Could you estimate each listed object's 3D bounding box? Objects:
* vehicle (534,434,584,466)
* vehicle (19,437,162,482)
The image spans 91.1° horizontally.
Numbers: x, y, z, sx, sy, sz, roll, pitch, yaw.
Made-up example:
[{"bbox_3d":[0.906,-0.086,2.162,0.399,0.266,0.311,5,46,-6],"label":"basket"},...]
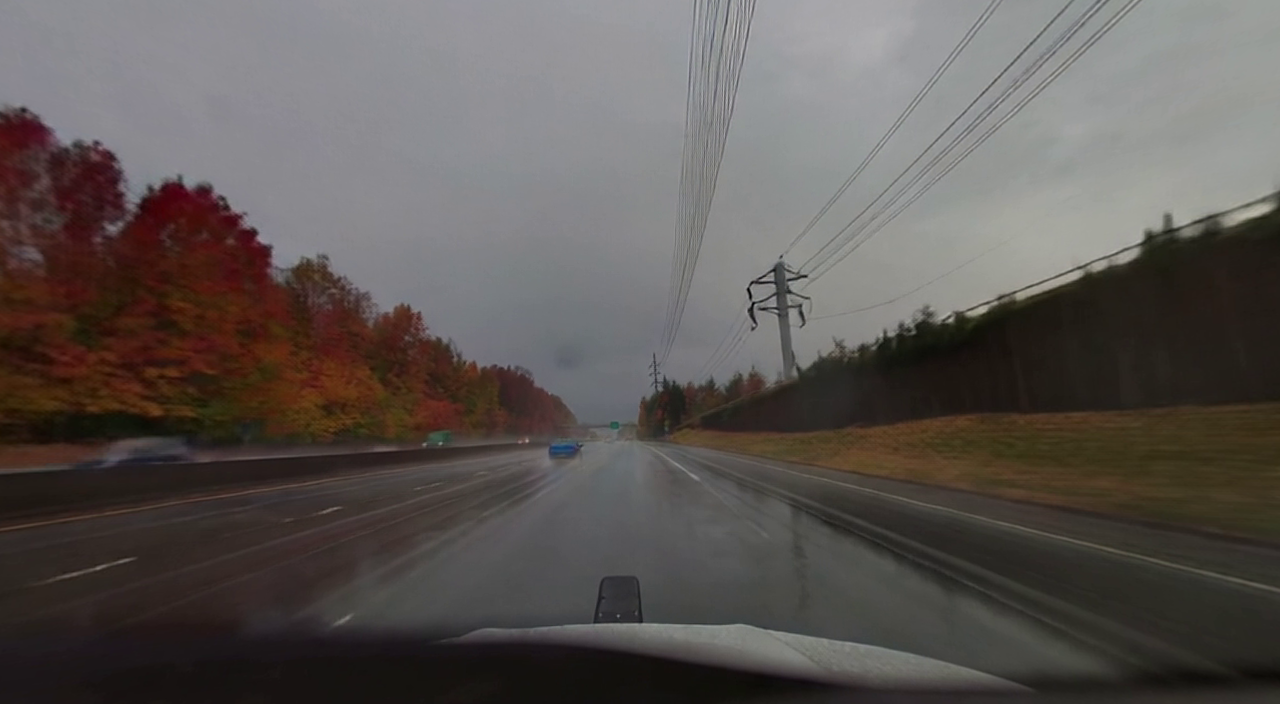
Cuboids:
[{"bbox_3d":[-3.980,4.852,31.469,2.025,1.475,4.379,0,-8,-1],"label":"vehicle"},{"bbox_3d":[-20.417,3.961,23.607,1.780,1.501,3.986,0,-8,-1],"label":"vehicle"}]
